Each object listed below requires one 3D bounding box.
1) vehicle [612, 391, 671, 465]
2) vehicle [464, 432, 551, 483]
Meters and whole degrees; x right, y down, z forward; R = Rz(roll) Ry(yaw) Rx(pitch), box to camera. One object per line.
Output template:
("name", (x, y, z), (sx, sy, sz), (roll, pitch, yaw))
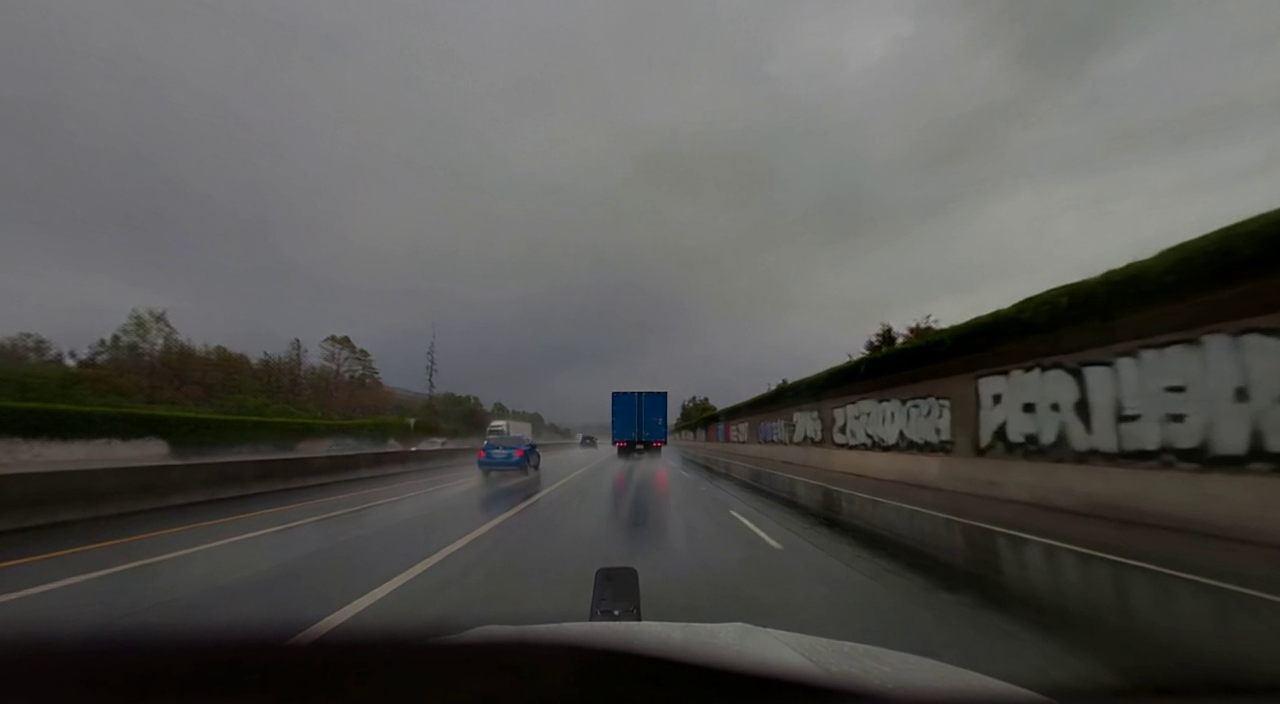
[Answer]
("vehicle", (0.005, 4.421, 36.003), (2.927, 3.649, 9.443), (0, -8, -1))
("vehicle", (-4.343, 3.513, 21.414), (1.948, 1.526, 4.525), (0, -8, 0))
